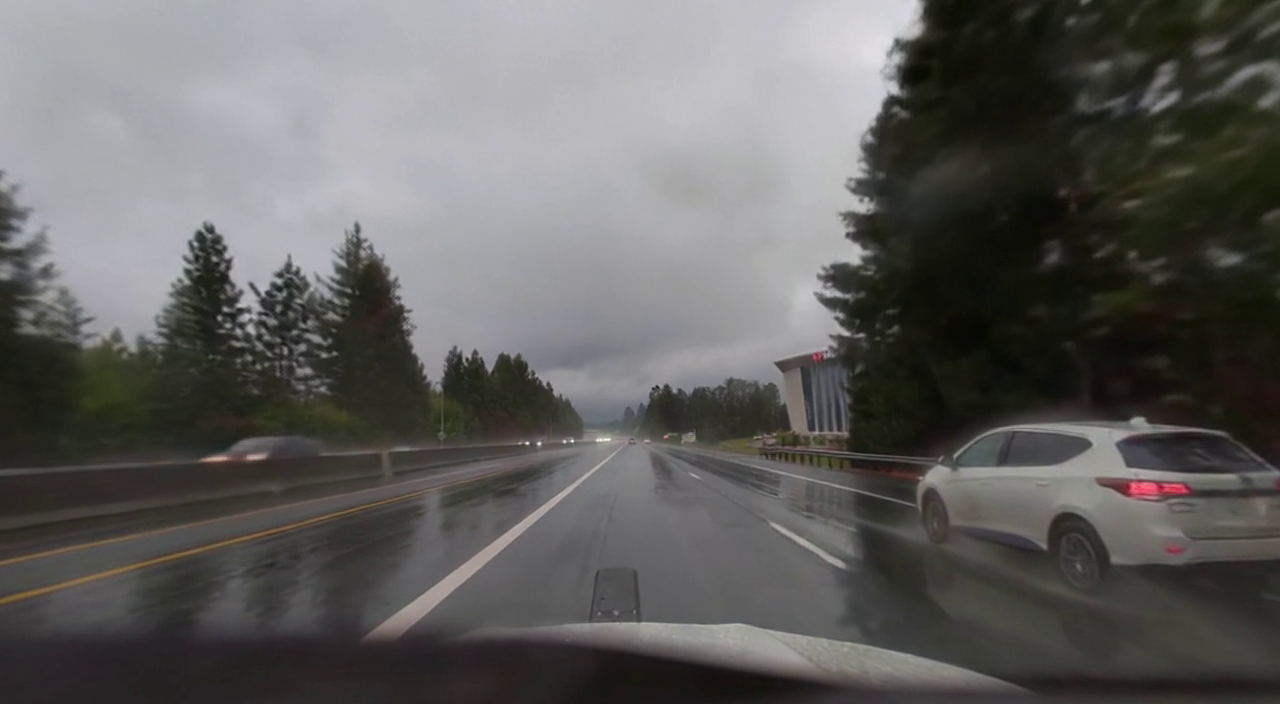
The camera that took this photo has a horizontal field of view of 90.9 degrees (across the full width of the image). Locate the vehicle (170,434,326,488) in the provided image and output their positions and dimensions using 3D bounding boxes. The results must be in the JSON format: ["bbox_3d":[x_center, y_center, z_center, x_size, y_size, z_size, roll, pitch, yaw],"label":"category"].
[{"bbox_3d":[-12.195,3.390,20.039,2.052,1.506,4.537,0,-8,0],"label":"vehicle"}]

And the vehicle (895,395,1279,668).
[{"bbox_3d":[4.511,1.366,6.082,2.095,1.587,4.638,0,-8,-1],"label":"vehicle"}]
